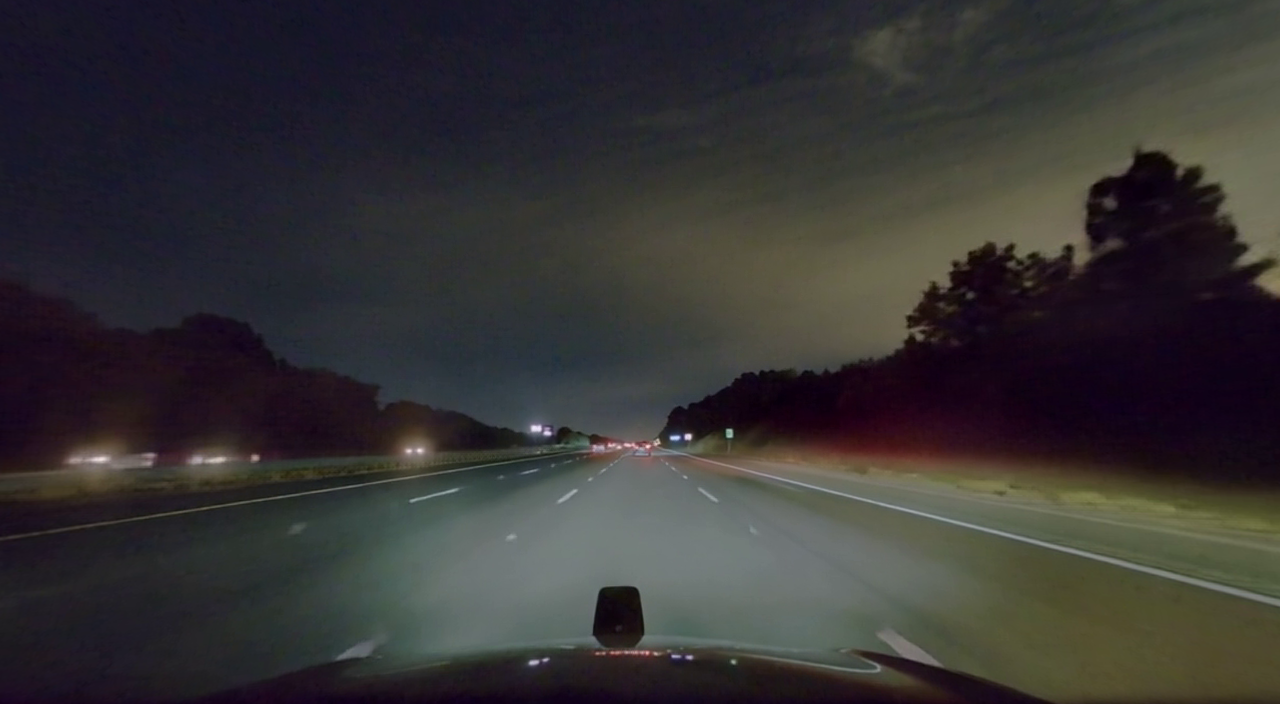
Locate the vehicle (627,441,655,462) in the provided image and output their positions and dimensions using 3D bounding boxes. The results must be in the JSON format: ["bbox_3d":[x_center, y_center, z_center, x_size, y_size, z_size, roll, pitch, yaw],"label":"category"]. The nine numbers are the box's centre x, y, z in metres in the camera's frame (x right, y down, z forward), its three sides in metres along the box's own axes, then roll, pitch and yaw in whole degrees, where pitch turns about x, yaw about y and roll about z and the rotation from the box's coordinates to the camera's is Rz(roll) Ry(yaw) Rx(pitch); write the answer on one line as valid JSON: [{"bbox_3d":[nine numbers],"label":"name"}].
[{"bbox_3d":[0.018,7.508,47.916,2.021,1.528,4.154,0,-8,-1],"label":"vehicle"}]

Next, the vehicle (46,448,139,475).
[{"bbox_3d":[-35.871,7.173,41.521,1.915,1.595,4.665,0,-8,0],"label":"vehicle"}]

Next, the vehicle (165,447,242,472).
[{"bbox_3d":[-28.578,7.016,41.544,1.821,1.487,4.522,0,-8,0],"label":"vehicle"}]
